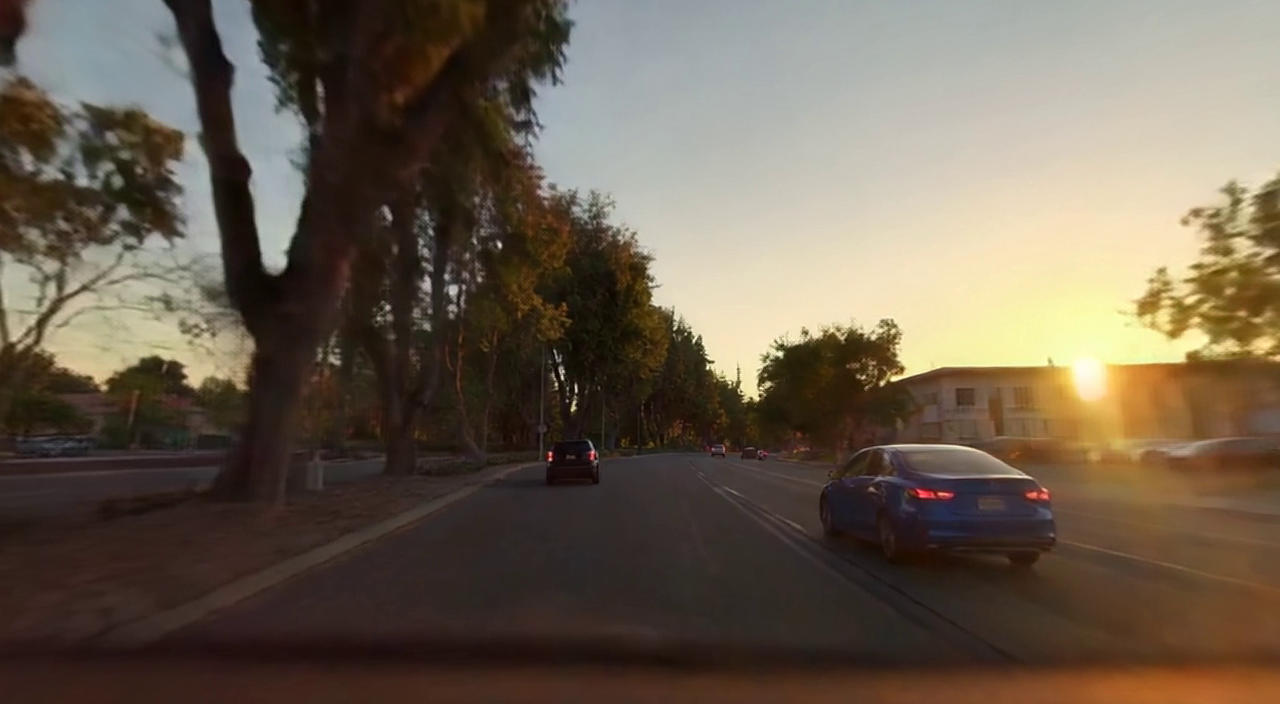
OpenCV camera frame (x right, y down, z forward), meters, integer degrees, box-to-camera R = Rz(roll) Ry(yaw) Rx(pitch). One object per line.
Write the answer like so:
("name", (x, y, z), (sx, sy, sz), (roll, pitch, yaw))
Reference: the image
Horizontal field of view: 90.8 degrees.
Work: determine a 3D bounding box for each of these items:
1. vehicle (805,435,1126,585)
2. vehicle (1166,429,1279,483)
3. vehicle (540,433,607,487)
("vehicle", (3.719, 1.847, 8.331), (1.918, 1.418, 4.360), (0, -8, 0))
("vehicle", (24.220, 4.125, 25.266), (5.069, 1.992, 2.205), (2, -9, -16))
("vehicle", (-2.255, 3.748, 22.298), (2.085, 1.693, 4.301), (1, -8, -4))
